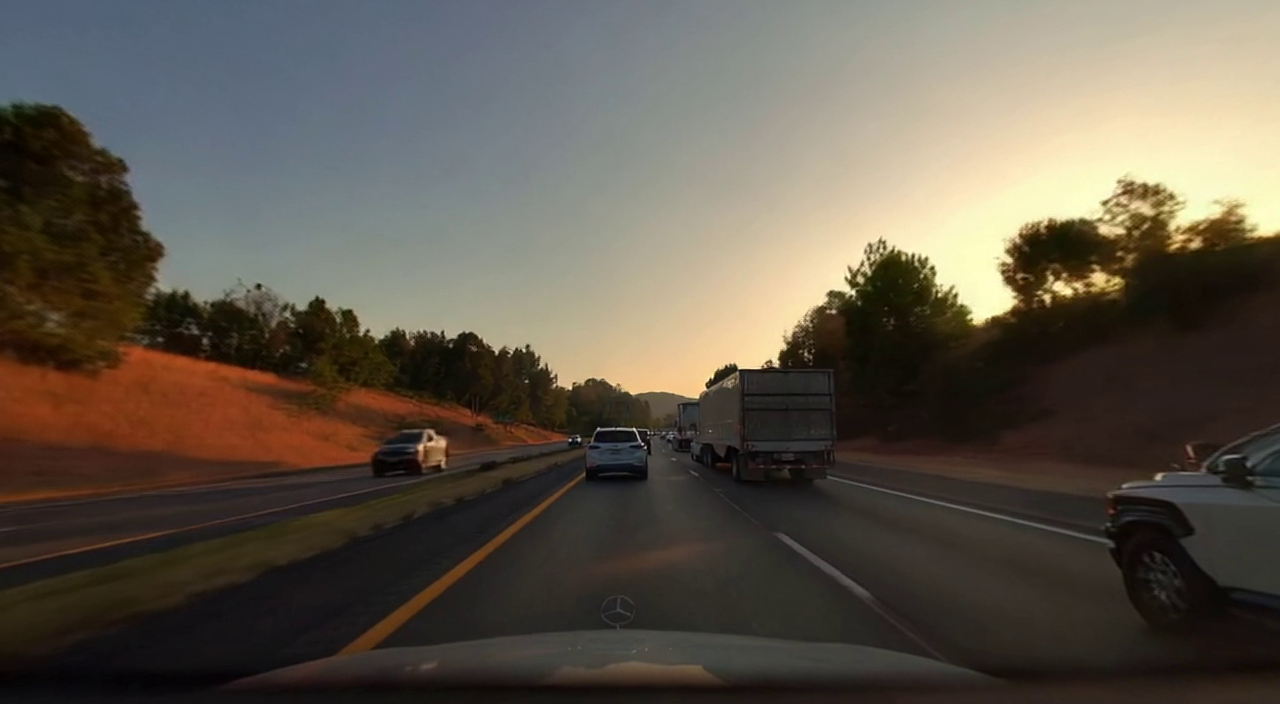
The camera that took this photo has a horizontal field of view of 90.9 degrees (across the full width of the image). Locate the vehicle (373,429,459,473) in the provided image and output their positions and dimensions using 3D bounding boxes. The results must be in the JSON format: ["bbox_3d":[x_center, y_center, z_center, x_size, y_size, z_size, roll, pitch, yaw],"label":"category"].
[{"bbox_3d":[-9.381,4.150,26.793,2.012,1.703,4.298,0,-8,1],"label":"vehicle"}]

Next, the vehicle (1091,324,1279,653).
[{"bbox_3d":[4.748,0.728,3.162,2.011,1.905,3.905,0,-8,0],"label":"vehicle"}]

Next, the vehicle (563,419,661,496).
[{"bbox_3d":[-0.610,2.512,15.478,2.082,1.638,4.055,0,-7,0],"label":"vehicle"}]

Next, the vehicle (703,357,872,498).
[{"bbox_3d":[3.593,2.174,17.868,2.723,3.027,8.478,0,-8,0],"label":"vehicle"}]
